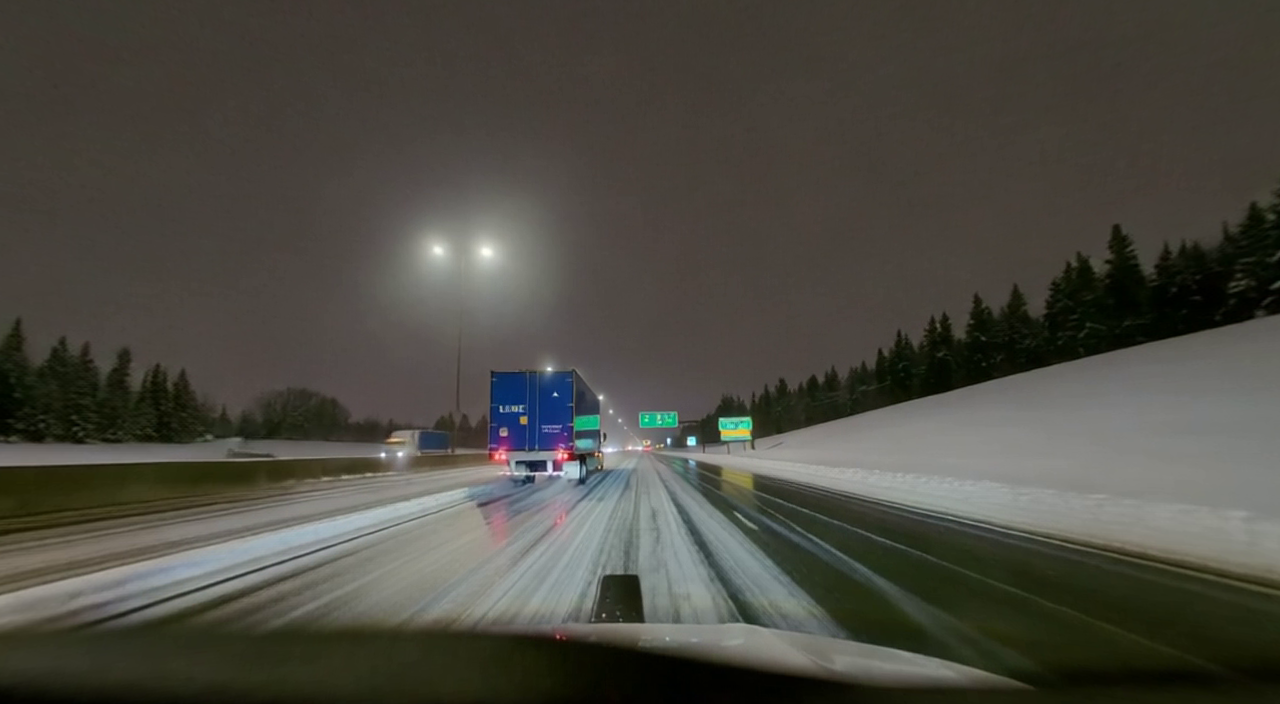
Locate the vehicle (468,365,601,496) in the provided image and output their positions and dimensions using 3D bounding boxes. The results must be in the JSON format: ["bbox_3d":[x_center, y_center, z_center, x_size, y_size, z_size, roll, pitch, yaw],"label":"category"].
[{"bbox_3d":[-3.521,3.208,24.704,3.059,3.956,11.036,0,-9,1],"label":"vehicle"}]
